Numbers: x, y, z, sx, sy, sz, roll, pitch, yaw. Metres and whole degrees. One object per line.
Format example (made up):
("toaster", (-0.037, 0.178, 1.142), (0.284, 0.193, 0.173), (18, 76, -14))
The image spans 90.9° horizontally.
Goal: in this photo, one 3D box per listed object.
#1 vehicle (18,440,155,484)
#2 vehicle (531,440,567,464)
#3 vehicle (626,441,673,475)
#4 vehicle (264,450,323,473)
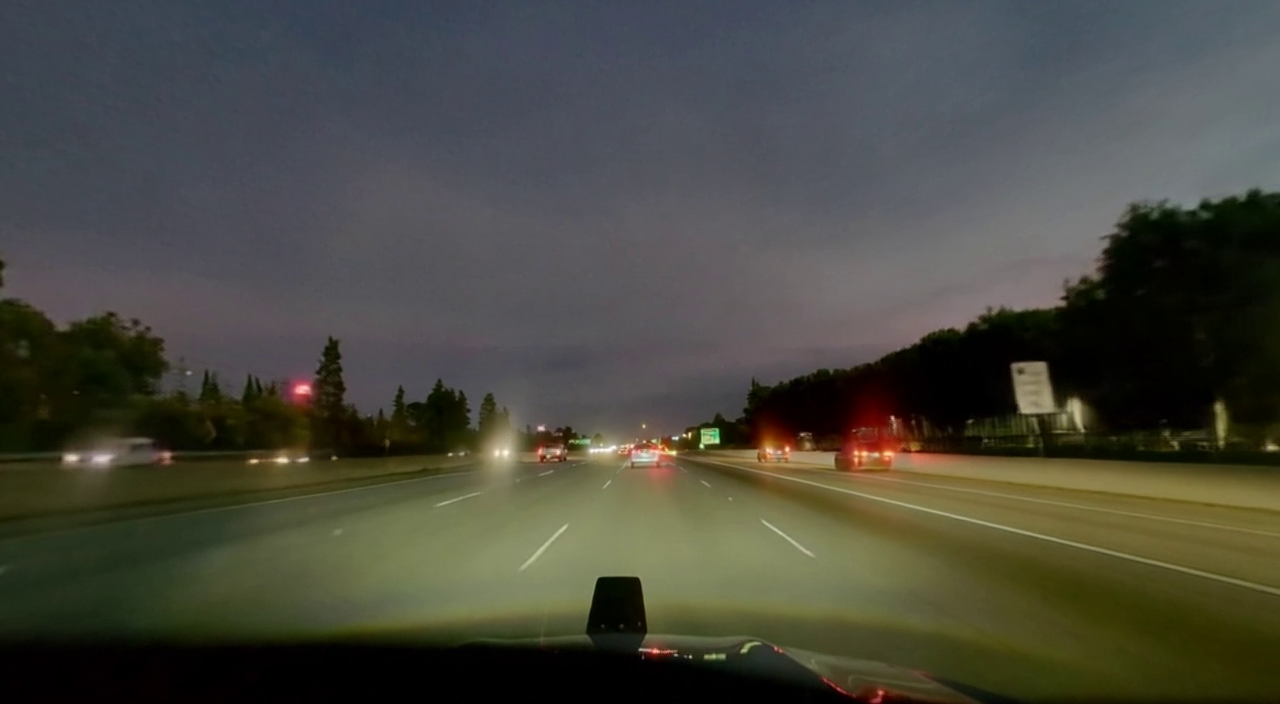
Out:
("vehicle", (-30.946, 6.132, 35.651), (2.308, 2.200, 6.021), (0, -8, -1))
("vehicle", (-7.122, 7.881, 49.844), (2.093, 1.789, 4.399), (0, -8, 1))
("vehicle", (0.407, 5.006, 29.952), (2.112, 1.482, 4.082), (0, -8, 0))
("vehicle", (-25.096, 7.907, 45.804), (1.777, 1.486, 4.357), (0, -8, 0))
